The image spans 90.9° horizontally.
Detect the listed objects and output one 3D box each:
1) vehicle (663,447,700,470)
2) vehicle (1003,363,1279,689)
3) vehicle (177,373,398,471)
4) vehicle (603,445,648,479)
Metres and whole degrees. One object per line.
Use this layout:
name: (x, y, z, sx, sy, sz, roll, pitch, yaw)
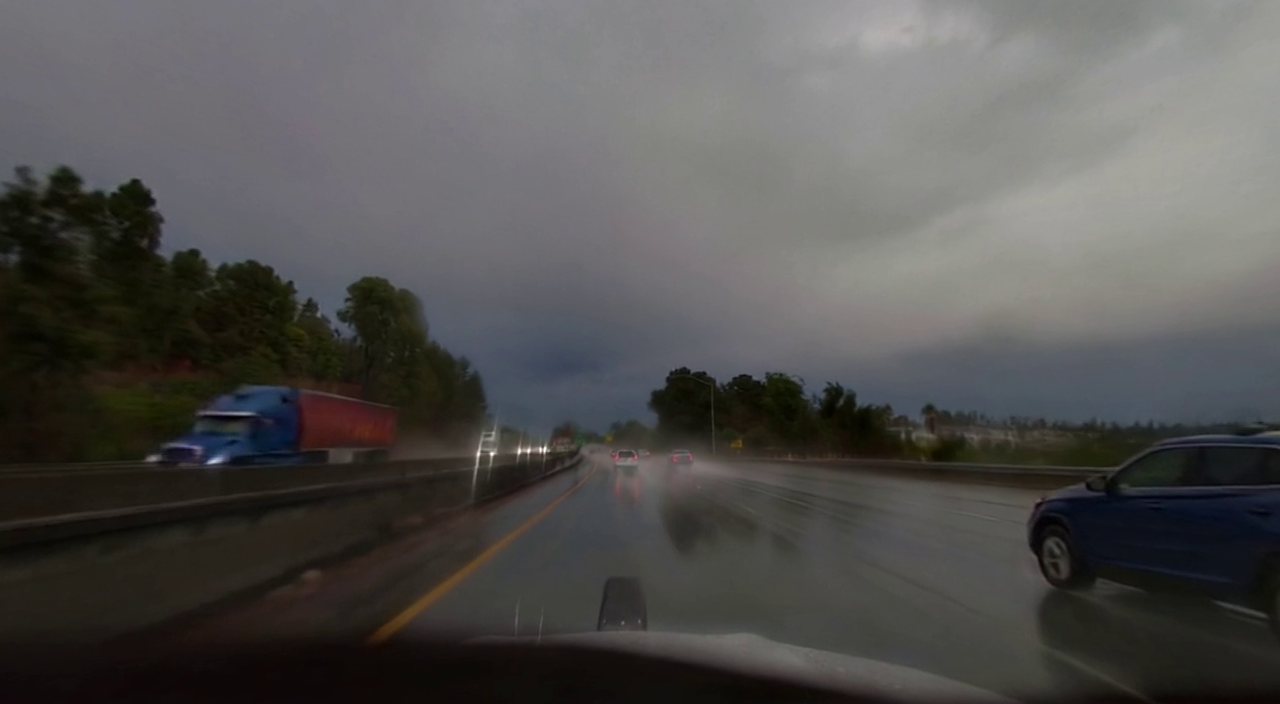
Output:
vehicle: (2.862, 7.463, 44.375, 2.008, 1.504, 4.291, 1, -9, -4)
vehicle: (4.228, 0.933, 3.513, 2.013, 1.623, 3.916, 0, -9, 0)
vehicle: (-17.245, 4.101, 33.472, 2.901, 3.920, 16.383, 0, -9, -2)
vehicle: (-0.717, 5.275, 30.368, 2.050, 1.534, 3.771, 0, -9, -2)
